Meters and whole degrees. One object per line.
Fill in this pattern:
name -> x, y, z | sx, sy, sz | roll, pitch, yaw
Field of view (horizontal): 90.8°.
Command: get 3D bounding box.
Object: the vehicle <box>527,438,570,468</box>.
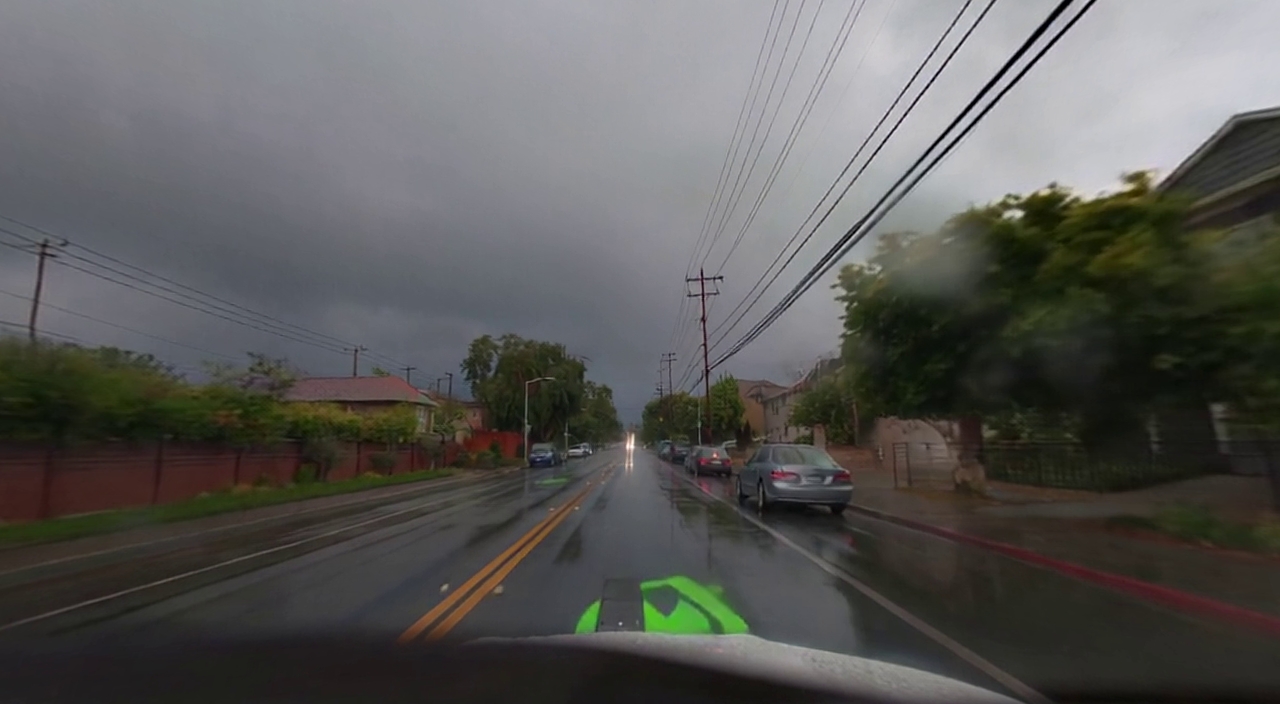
vehicle -> -6.760, 7.564, 47.171 | 2.451, 2.099, 5.112 | -1, -10, 0

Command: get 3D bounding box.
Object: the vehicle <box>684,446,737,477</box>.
vehicle -> 3.295, 5.234, 30.475 | 1.967, 1.382, 4.361 | 0, -8, -1

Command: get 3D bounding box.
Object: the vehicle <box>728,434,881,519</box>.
vehicle -> 3.414, 2.693, 14.273 | 2.024, 1.554, 4.867 | 0, -8, -2
